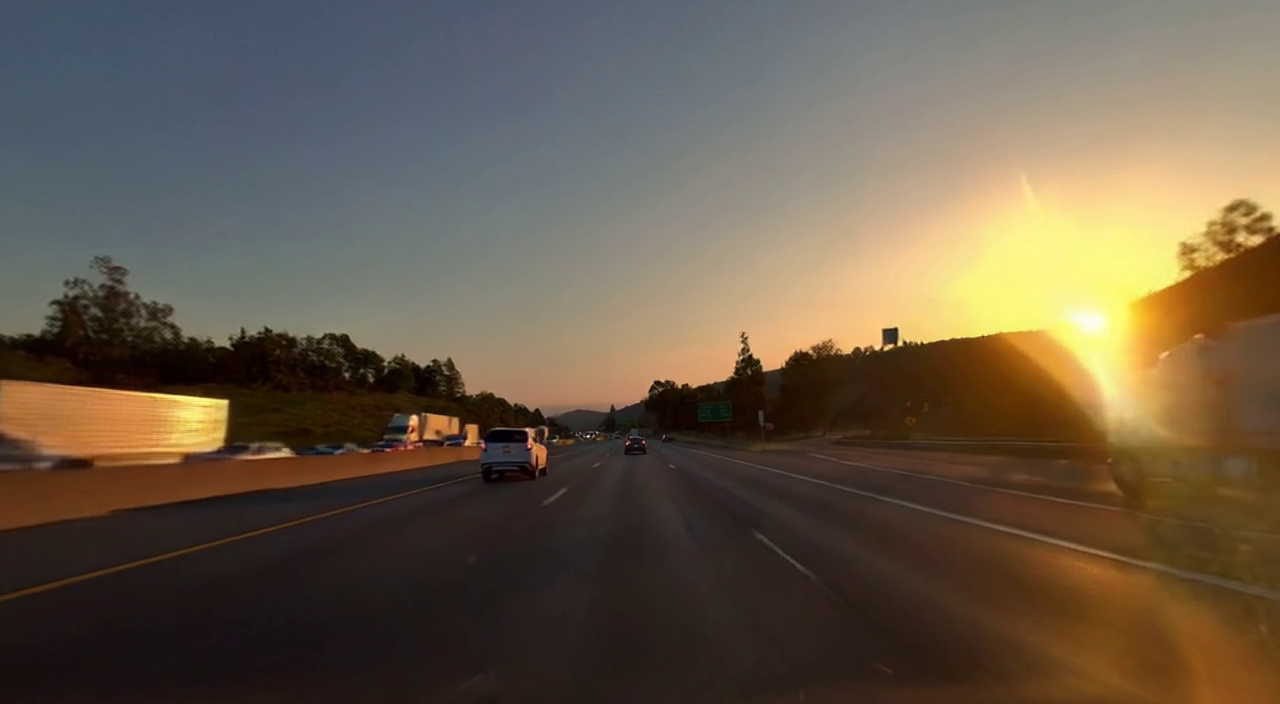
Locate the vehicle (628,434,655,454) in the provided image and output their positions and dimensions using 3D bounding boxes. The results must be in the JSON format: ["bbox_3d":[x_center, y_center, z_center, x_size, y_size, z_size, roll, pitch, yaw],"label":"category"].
[{"bbox_3d":[0.063,7.236,49.549,2.051,1.528,4.265,0,-8,-1],"label":"vehicle"}]

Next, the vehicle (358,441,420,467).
[{"bbox_3d":[-15.777,6.406,39.816,2.020,1.514,4.549,0,-8,1],"label":"vehicle"}]

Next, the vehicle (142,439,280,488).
[{"bbox_3d":[-16.108,4.169,23.989,2.010,1.631,4.625,0,-8,0],"label":"vehicle"}]

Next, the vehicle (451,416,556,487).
[{"bbox_3d":[-3.947,2.972,19.154,2.115,1.887,4.721,0,-8,0],"label":"vehicle"}]

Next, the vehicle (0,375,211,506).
[{"bbox_3d":[-19.354,2.910,20.656,3.025,3.610,10.687,0,-8,0],"label":"vehicle"}]
